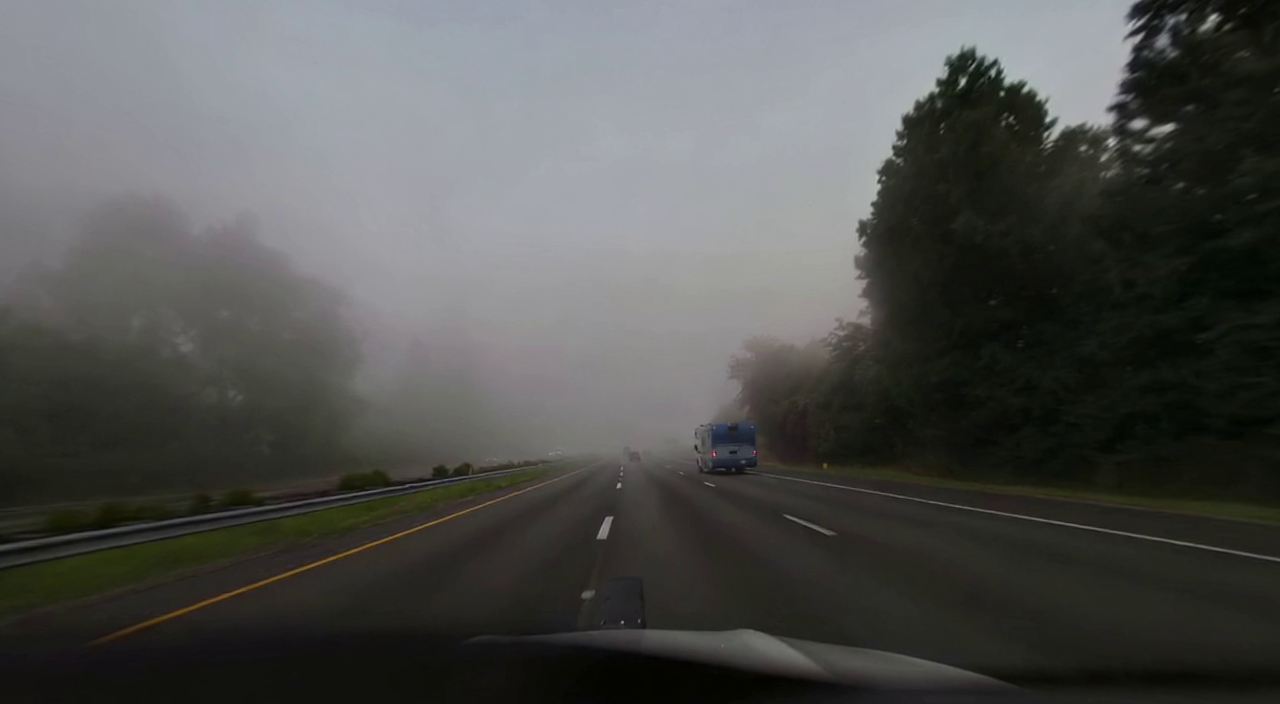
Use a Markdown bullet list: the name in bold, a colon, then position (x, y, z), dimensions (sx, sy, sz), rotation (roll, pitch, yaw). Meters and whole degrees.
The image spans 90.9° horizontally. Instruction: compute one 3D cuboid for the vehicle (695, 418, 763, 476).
- **vehicle**: position (4.625, 5.130, 33.955), dimensions (2.556, 2.763, 6.287), rotation (0, -9, -2)
